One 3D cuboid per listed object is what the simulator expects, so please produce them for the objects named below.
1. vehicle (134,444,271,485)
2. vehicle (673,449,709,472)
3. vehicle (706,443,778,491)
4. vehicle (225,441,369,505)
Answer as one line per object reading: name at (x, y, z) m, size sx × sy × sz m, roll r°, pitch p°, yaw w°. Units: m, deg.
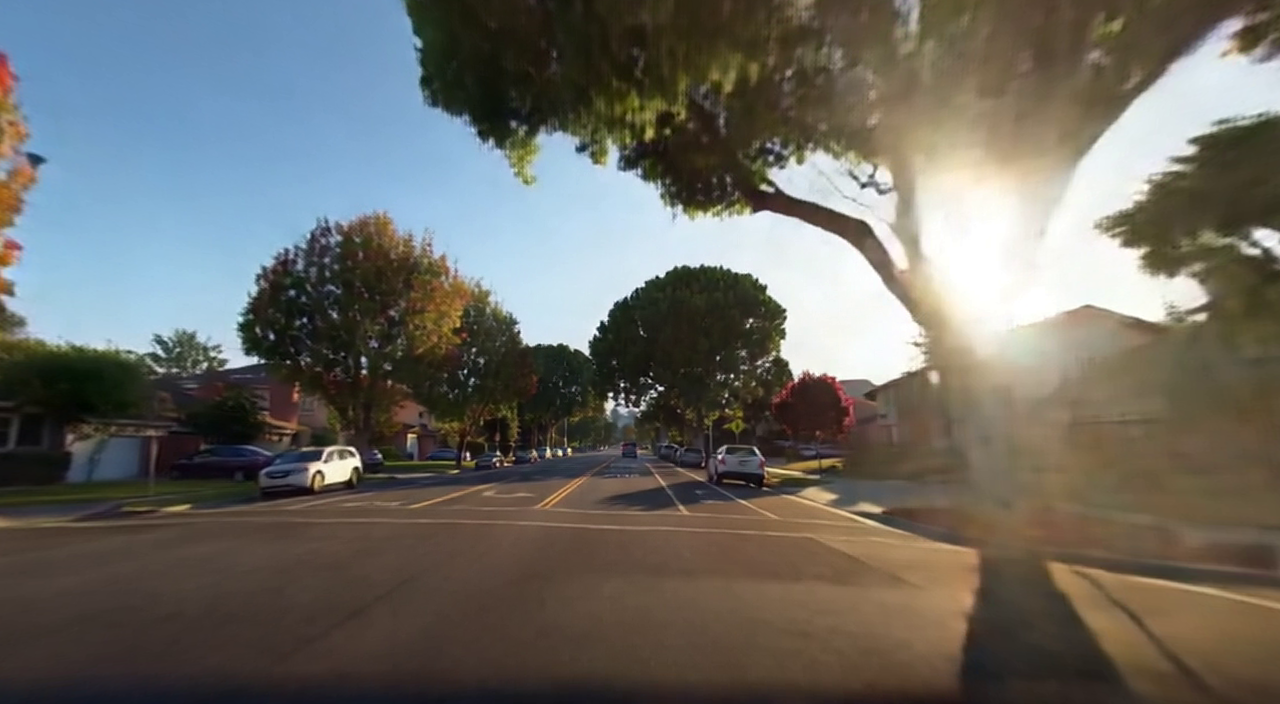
vehicle at (-19.195, 4.930, 27.898) m, size 4.450 × 1.677 × 2.027 m, roll 0°, pitch -9°, yaw -3°
vehicle at (3.682, 7.899, 46.311) m, size 1.920 × 1.541 × 4.709 m, roll 0°, pitch -9°, yaw -4°
vehicle at (4.025, 4.600, 25.669) m, size 2.027 × 1.751 × 4.433 m, roll 0°, pitch -9°, yaw -2°
vehicle at (-11.968, 4.222, 22.651) m, size 2.199 × 1.988 × 5.454 m, roll 0°, pitch -9°, yaw -2°
